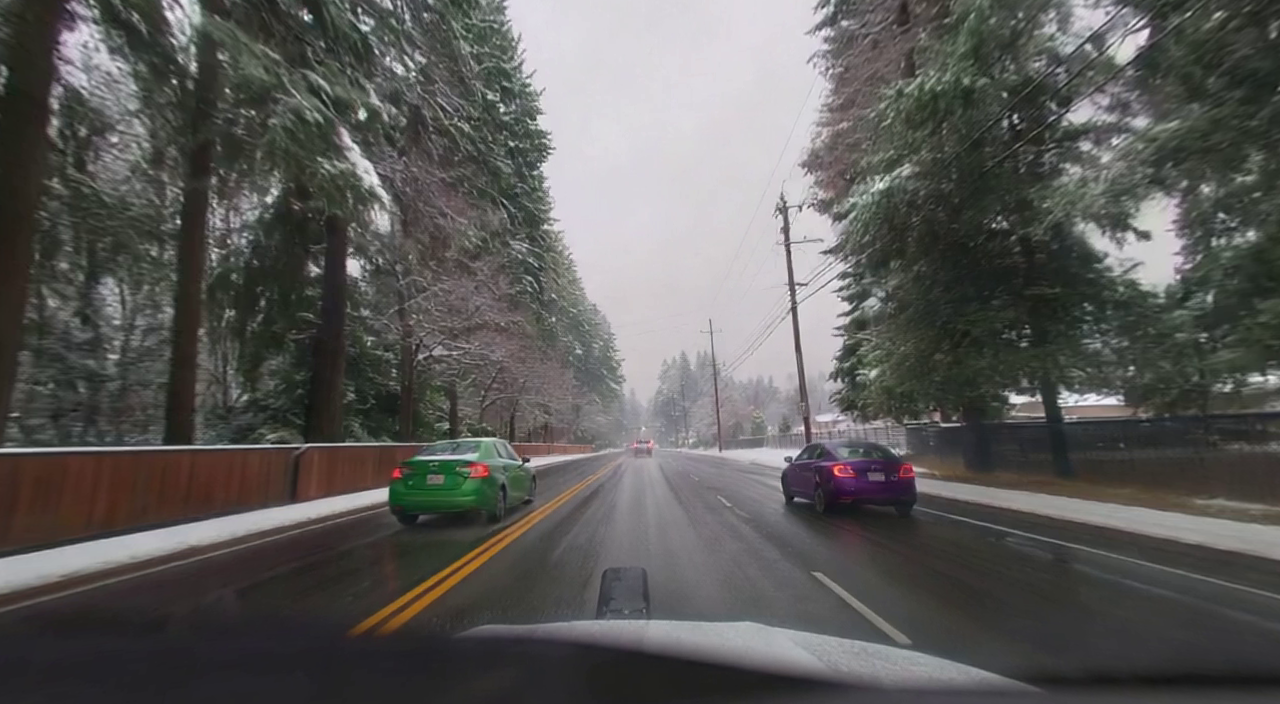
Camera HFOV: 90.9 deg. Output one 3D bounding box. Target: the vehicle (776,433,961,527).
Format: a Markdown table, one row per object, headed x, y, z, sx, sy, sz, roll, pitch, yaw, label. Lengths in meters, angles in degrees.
| x | y | z | sx | sy | sz | roll | pitch | yaw | label |
| --- | --- | --- | --- | --- | --- | --- | --- | --- | --- |
| 4.167 | 2.366 | 12.439 | 1.943 | 1.471 | 4.515 | -1 | -8 | 0 | vehicle |

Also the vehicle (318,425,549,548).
| x | y | z | sx | sy | sz | roll | pitch | yaw | label |
| --- | --- | --- | --- | --- | --- | --- | --- | --- | --- |
| -2.978 | 2.043 | 10.445 | 2.206 | 1.525 | 4.695 | -1 | -8 | 1 | vehicle |
